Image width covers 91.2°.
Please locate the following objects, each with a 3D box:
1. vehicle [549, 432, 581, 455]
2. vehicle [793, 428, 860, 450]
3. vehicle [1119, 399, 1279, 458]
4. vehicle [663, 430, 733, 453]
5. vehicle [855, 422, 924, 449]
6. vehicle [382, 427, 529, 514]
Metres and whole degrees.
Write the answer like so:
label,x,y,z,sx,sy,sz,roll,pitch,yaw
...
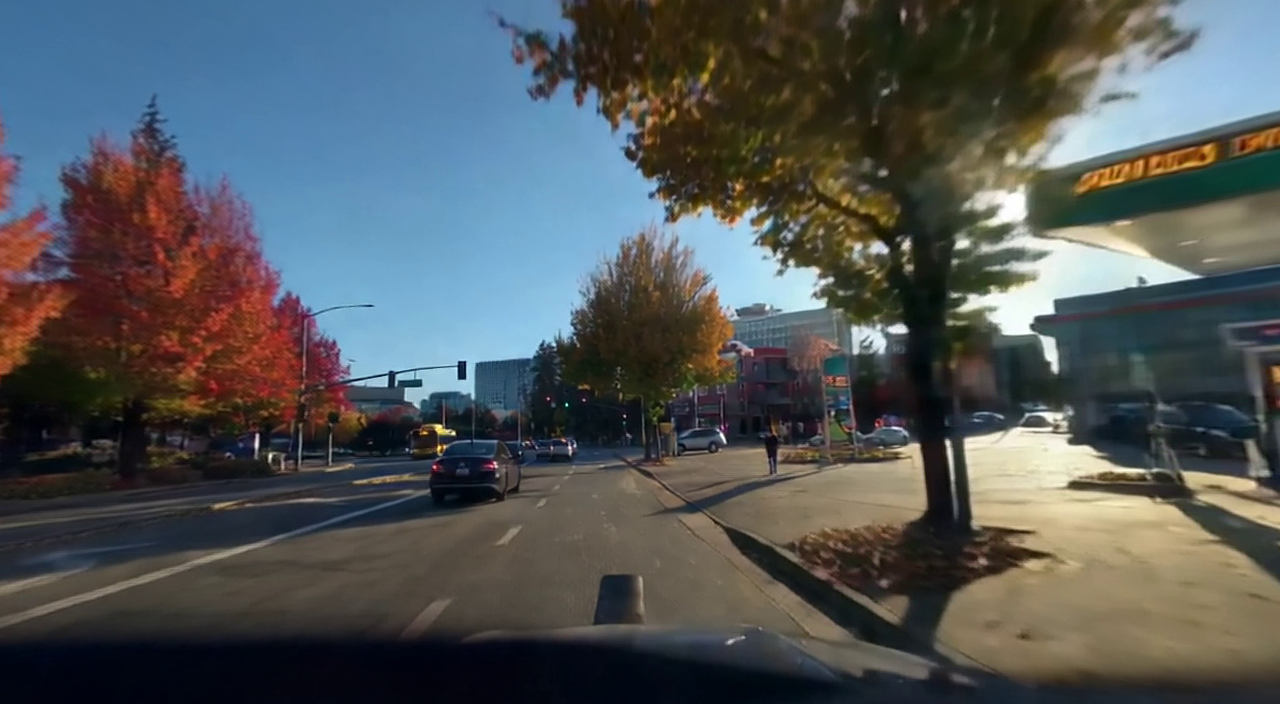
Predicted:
label,x,y,z,sx,sy,sz,roll,pitch,yaw
vehicle,-5.828,7.191,49.231,2.365,1.751,3.904,0,-9,-4
vehicle,13.417,6.272,45.239,4.064,1.507,2.078,0,-9,-3
vehicle,16.827,2.352,18.932,1.892,1.594,3.379,0,-9,-2
vehicle,4.292,6.695,46.757,4.894,1.451,2.089,-2,-8,-3
vehicle,18.079,6.056,45.463,4.172,1.687,1.773,-3,-8,-5
vehicle,-3.633,2.414,13.212,2.092,1.507,4.078,0,-9,-4
